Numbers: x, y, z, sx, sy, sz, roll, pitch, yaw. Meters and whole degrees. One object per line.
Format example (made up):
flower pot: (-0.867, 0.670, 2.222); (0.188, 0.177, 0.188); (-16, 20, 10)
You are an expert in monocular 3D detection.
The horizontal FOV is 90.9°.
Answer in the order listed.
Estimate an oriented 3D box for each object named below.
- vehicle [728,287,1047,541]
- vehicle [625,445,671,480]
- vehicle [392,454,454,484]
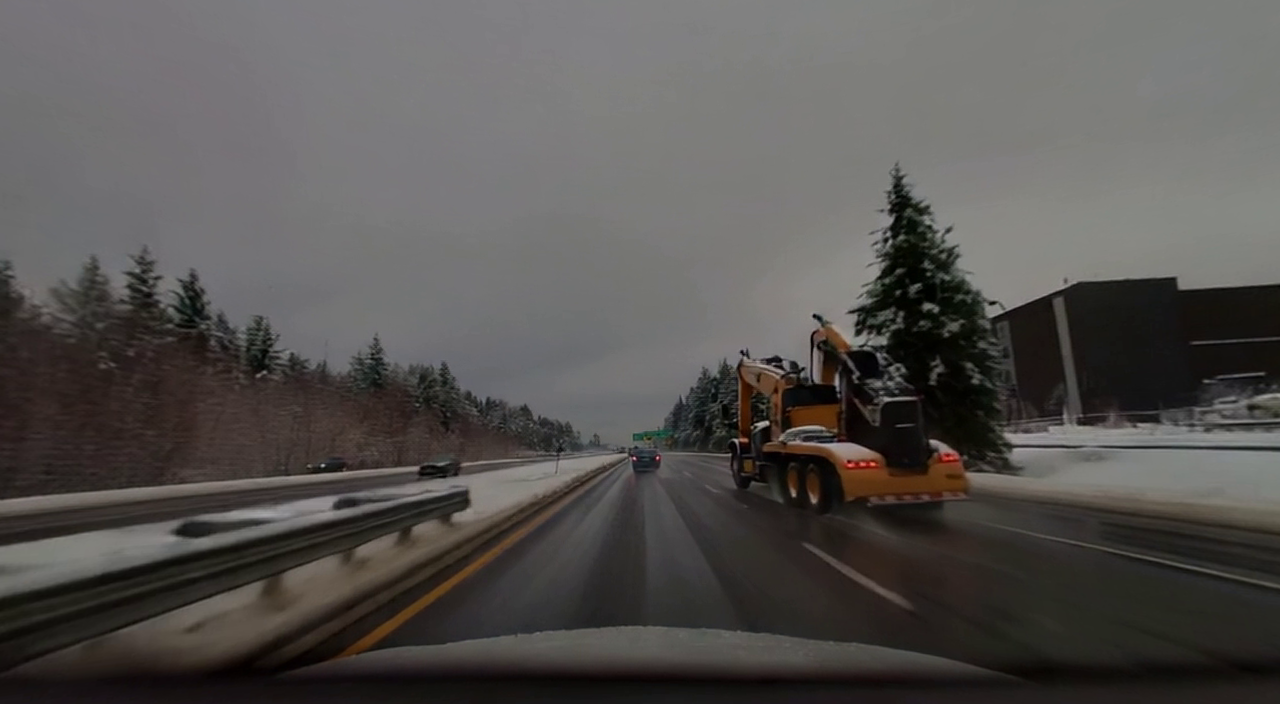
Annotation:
vehicle: (3.996, 1.447, 12.926); (3.089, 3.568, 8.101); (0, -9, -1)
vehicle: (0.368, 5.197, 29.886); (2.045, 1.527, 4.023); (0, -9, 0)
vehicle: (-12.125, 6.547, 35.535); (1.927, 1.493, 4.426); (0, -9, 0)
